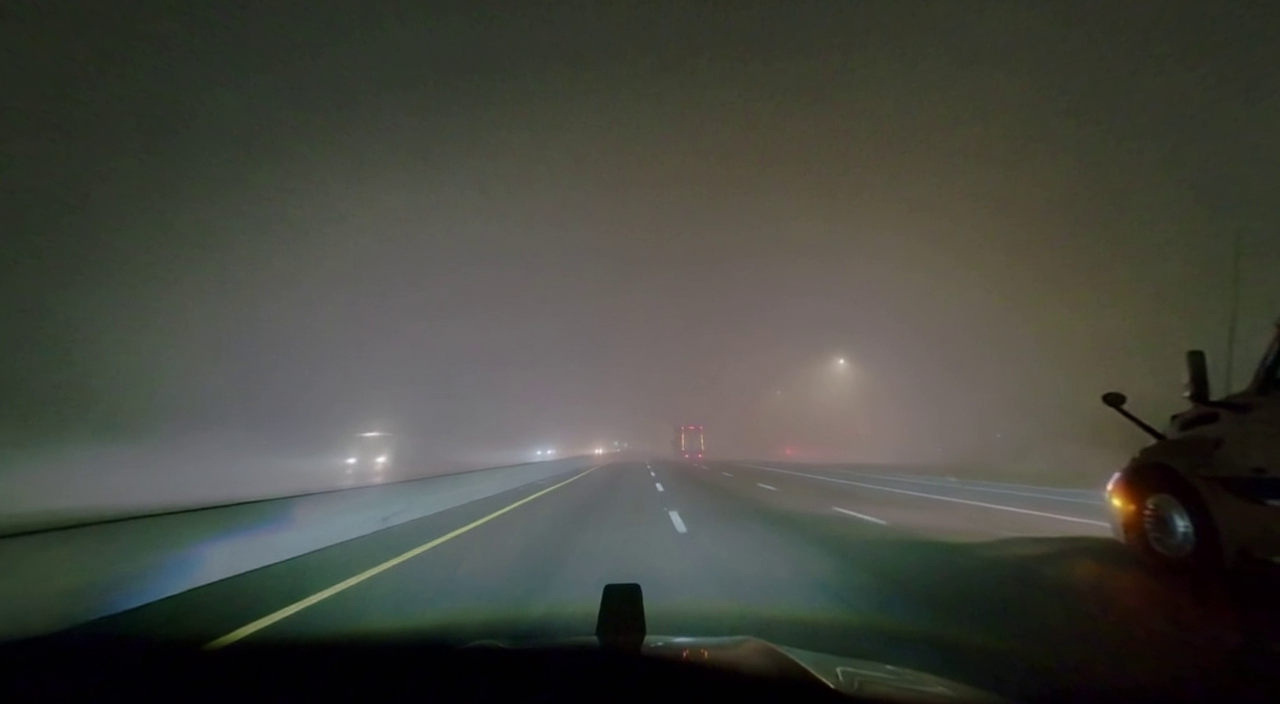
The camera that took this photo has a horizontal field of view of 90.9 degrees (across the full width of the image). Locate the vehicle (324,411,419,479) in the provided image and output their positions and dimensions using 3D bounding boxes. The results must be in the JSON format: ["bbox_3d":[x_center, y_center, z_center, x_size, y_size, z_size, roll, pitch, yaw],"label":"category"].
[{"bbox_3d":[-16.126,5.673,38.343,2.932,3.817,6.028,0,-9,1],"label":"vehicle"}]
